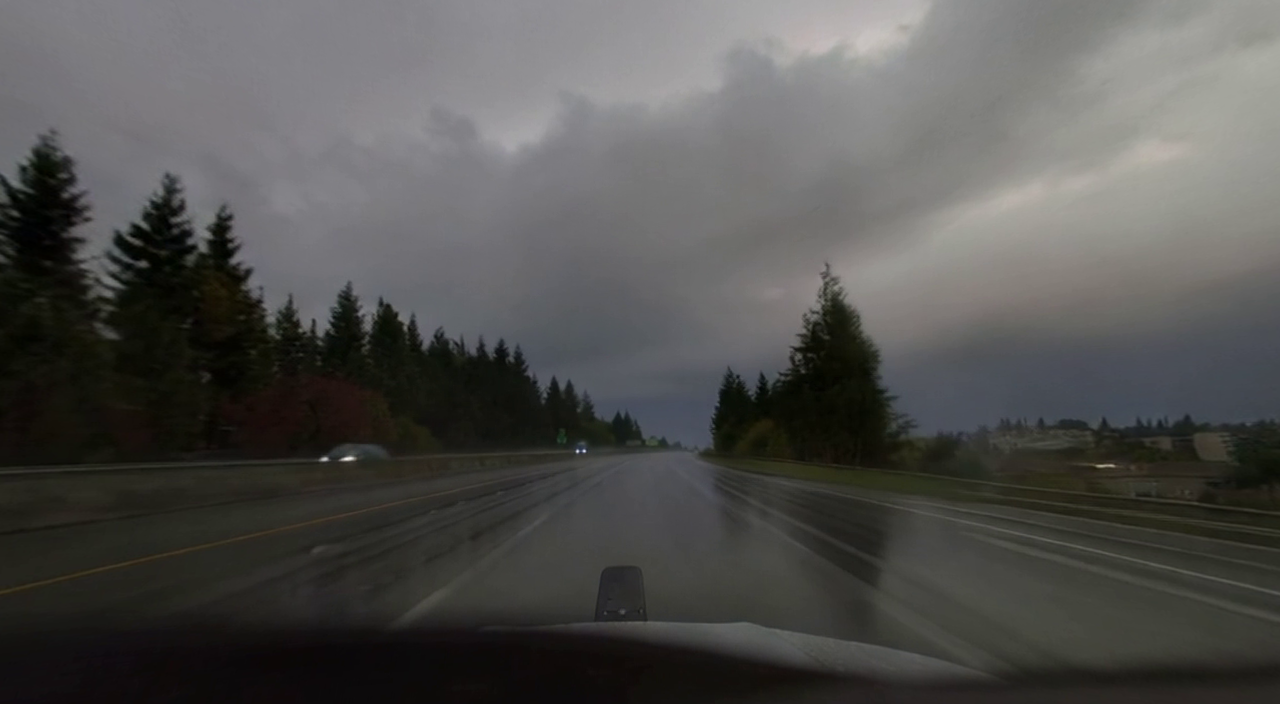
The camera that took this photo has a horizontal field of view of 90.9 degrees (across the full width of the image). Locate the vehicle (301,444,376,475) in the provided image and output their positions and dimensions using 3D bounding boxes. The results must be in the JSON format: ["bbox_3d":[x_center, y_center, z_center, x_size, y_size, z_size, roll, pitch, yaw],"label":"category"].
[{"bbox_3d":[-15.962,5.714,33.642,1.810,1.496,4.271,0,-9,1],"label":"vehicle"}]
